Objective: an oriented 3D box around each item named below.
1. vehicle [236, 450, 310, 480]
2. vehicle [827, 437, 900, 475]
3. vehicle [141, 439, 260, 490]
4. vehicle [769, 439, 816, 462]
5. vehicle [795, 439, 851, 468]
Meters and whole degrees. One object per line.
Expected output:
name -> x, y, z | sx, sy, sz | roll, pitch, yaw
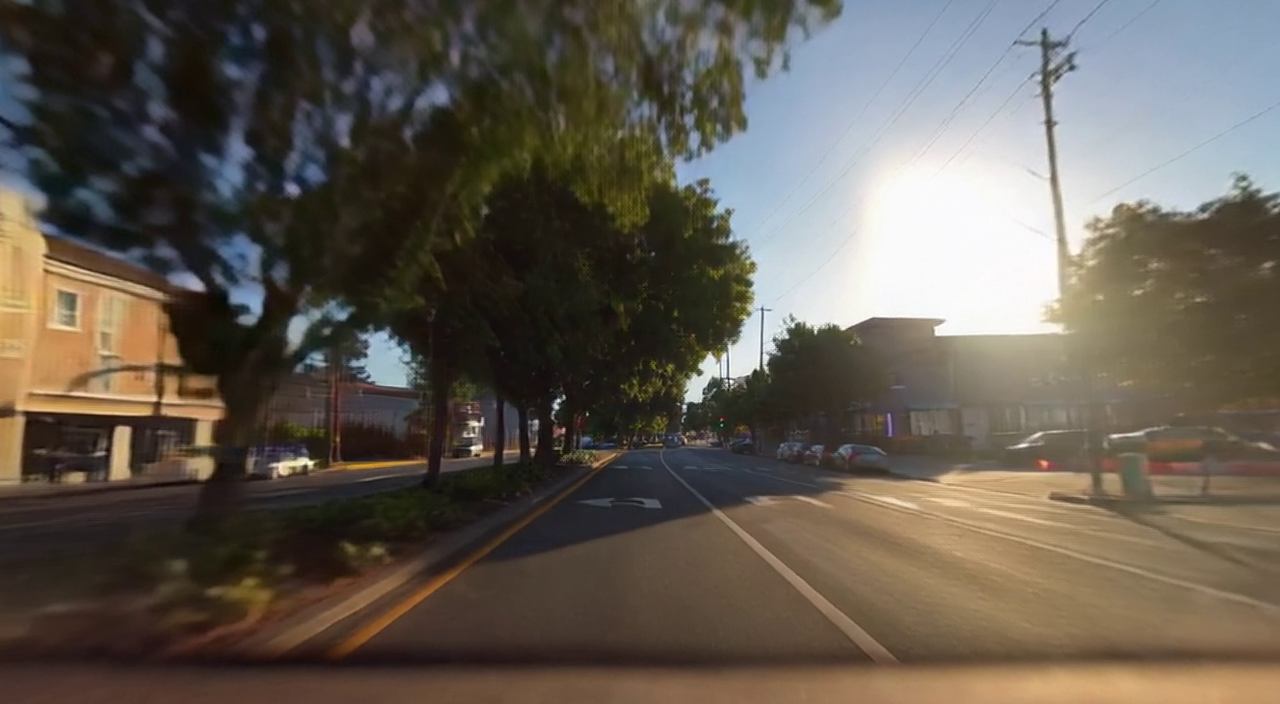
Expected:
vehicle -> -19.437, 5.985, 33.637 | 1.664, 1.443, 3.701 | 0, -9, 0
vehicle -> 10.129, 4.735, 28.972 | 1.901, 1.586, 3.903 | 0, -9, 0
vehicle -> -19.449, 4.990, 28.292 | 1.954, 2.000, 4.687 | -2, -9, -1
vehicle -> 10.094, 6.570, 42.176 | 1.926, 1.464, 4.436 | 0, -9, -1
vehicle -> 9.863, 5.504, 34.399 | 1.726, 1.486, 4.394 | 0, -9, -1
